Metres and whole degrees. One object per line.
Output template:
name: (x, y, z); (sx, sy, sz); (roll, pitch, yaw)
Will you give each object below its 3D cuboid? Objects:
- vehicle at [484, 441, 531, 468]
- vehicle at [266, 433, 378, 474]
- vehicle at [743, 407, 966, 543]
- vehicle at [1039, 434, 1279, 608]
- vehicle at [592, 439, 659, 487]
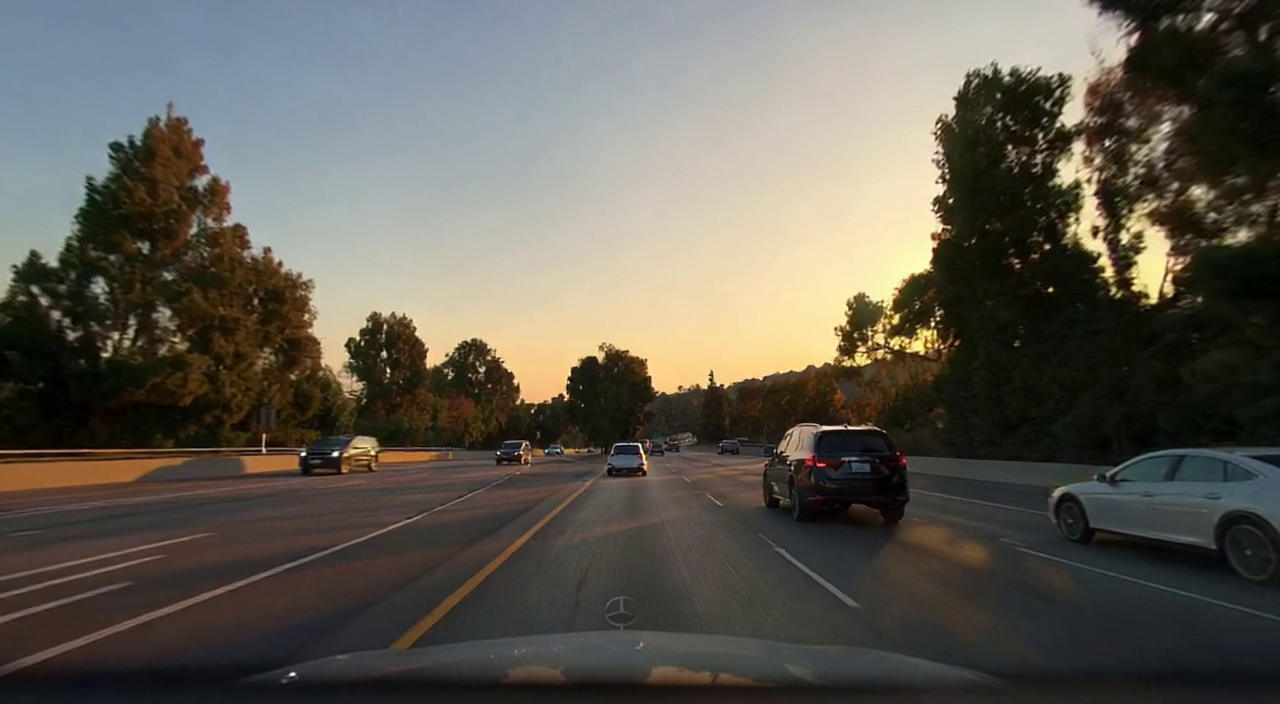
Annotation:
vehicle: (-8.101, 6.303, 38.996); (2.011, 1.536, 4.411); (0, -8, -1)
vehicle: (-18.335, 5.898, 36.991); (3.156, 2.185, 6.457); (0, -8, 0)
vehicle: (3.311, 2.015, 10.985); (2.186, 1.842, 4.553); (0, -8, -1)
vehicle: (6.662, 1.545, 6.123); (2.434, 1.467, 4.726); (0, -8, -1)
vehicle: (-0.444, 3.686, 21.315); (2.040, 1.451, 3.736); (0, -8, 0)
